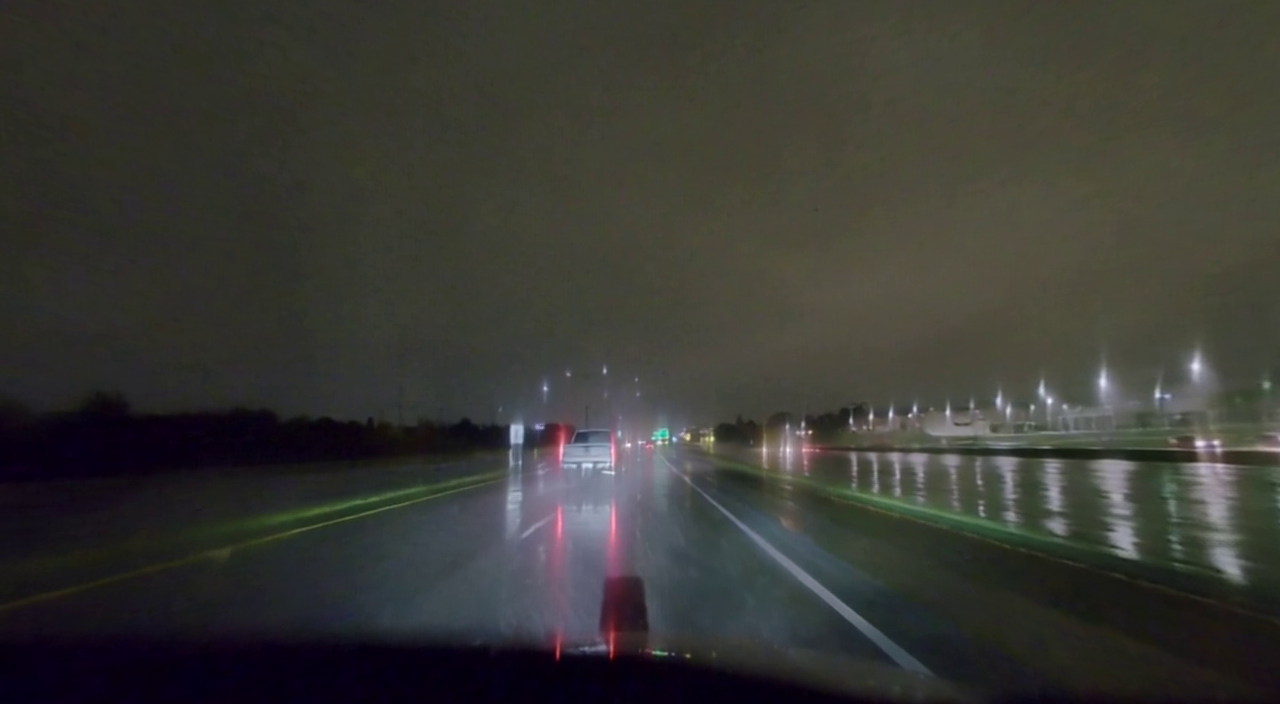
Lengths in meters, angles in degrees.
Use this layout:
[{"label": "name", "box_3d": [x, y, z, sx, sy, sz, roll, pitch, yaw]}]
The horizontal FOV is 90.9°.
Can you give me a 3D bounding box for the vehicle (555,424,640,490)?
[{"label": "vehicle", "box_3d": [-1.274, 3.563, 21.704, 2.350, 1.932, 5.562, -1, -8, 2]}]
